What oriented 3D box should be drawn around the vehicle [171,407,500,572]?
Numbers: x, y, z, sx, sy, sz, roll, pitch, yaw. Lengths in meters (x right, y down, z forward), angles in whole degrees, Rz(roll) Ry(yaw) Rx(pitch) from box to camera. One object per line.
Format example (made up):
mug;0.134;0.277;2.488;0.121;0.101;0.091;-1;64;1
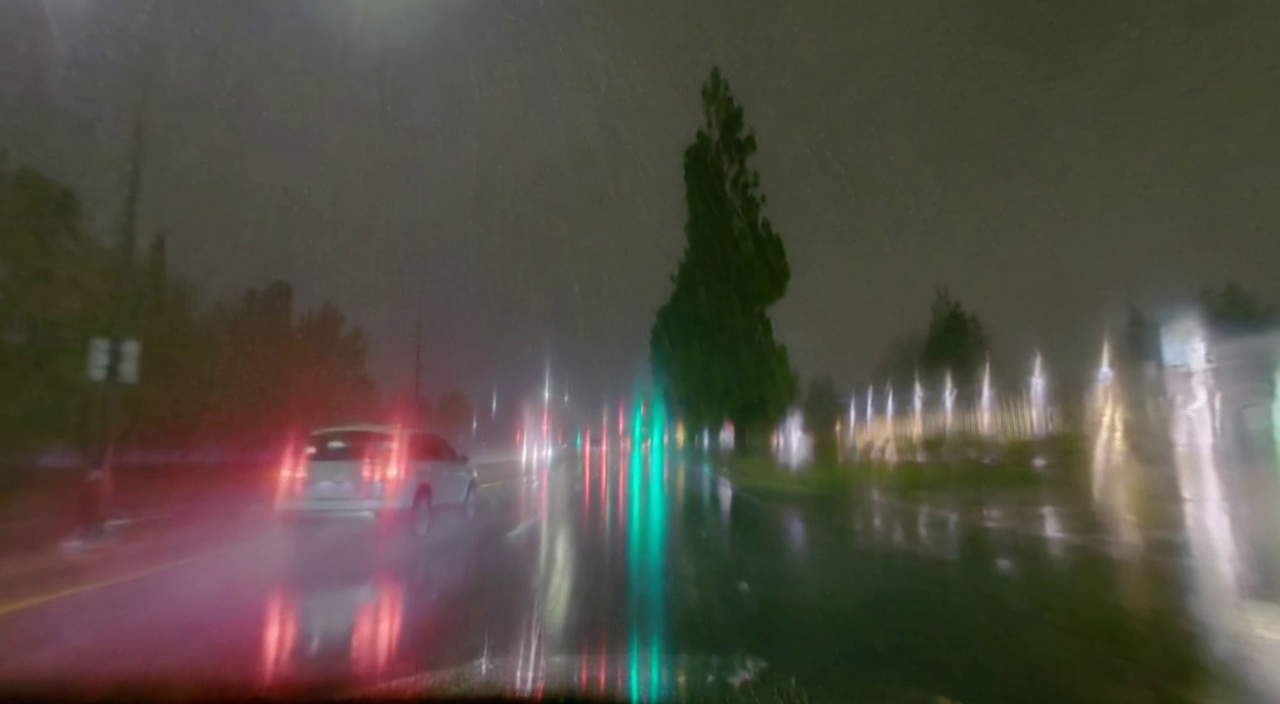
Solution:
vehicle;-3.675;1.769;8.949;2.202;1.685;4.772;0;-8;1
